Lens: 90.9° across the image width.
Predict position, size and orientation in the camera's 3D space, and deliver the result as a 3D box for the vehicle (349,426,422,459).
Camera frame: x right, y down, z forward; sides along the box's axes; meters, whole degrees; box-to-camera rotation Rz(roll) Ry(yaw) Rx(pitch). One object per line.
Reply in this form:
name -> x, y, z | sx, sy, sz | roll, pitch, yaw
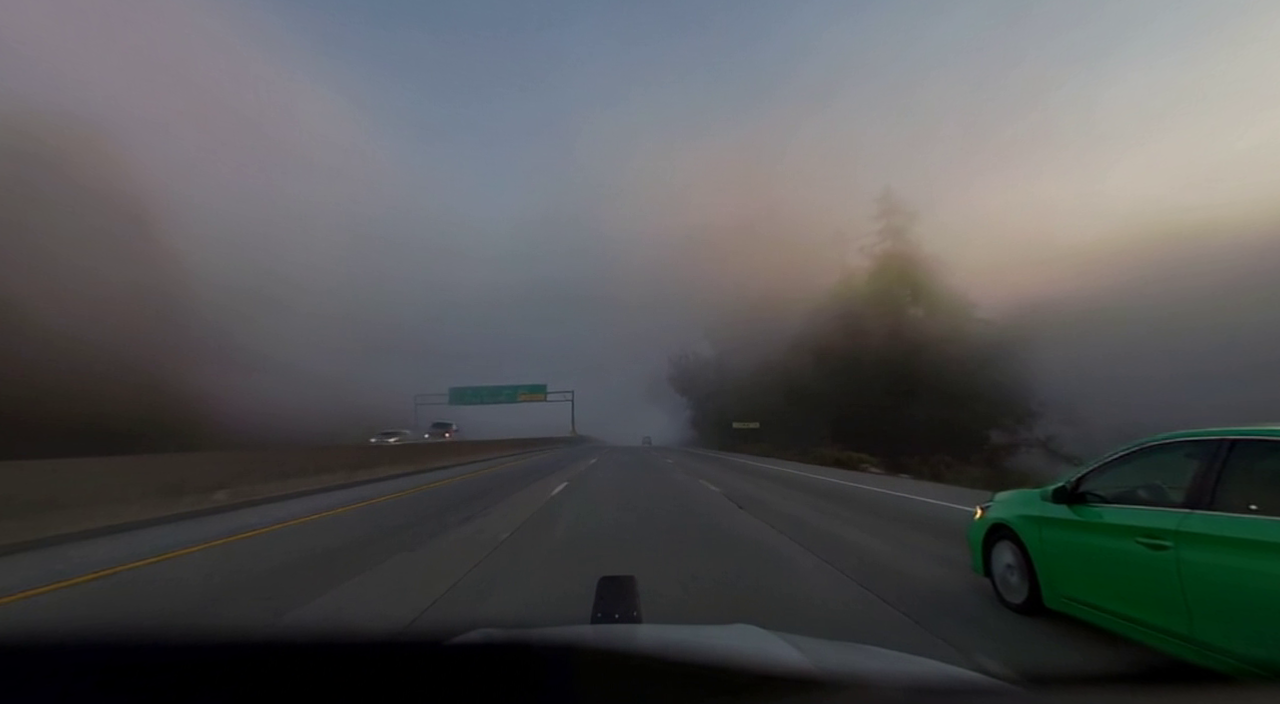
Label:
vehicle -> -12.843, 4.606, 32.074 | 1.880, 1.531, 4.487 | 0, -8, -1
